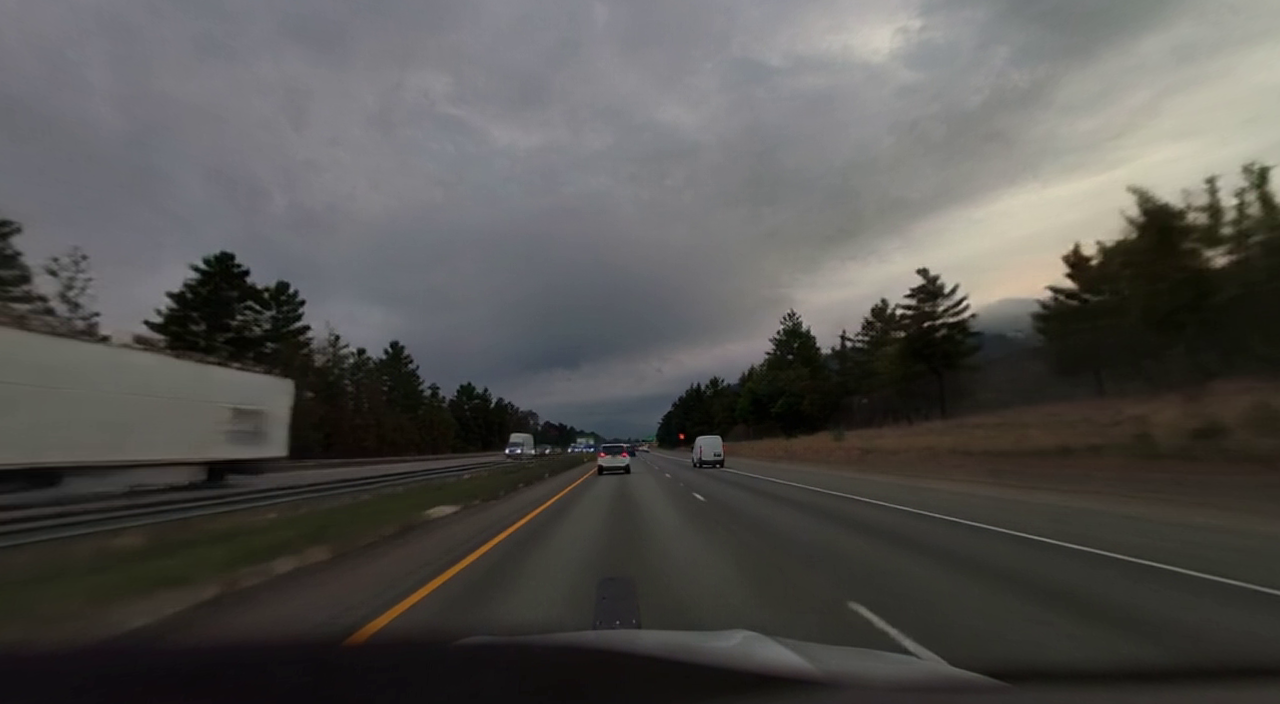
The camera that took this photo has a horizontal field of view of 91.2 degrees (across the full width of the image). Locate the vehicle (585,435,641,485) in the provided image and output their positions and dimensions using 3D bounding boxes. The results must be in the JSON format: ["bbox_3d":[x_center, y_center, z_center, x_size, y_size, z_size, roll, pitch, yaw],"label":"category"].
[{"bbox_3d":[-0.975,4.147,24.232,1.963,1.711,4.284,0,-9,-1],"label":"vehicle"}]

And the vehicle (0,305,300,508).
[{"bbox_3d":[-14.623,1.802,17.183,2.913,4.112,13.955,0,-9,-1],"label":"vehicle"}]

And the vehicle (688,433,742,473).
[{"bbox_3d":[3.838,5.292,33.019,2.179,1.930,4.538,0,-9,-1],"label":"vehicle"}]
